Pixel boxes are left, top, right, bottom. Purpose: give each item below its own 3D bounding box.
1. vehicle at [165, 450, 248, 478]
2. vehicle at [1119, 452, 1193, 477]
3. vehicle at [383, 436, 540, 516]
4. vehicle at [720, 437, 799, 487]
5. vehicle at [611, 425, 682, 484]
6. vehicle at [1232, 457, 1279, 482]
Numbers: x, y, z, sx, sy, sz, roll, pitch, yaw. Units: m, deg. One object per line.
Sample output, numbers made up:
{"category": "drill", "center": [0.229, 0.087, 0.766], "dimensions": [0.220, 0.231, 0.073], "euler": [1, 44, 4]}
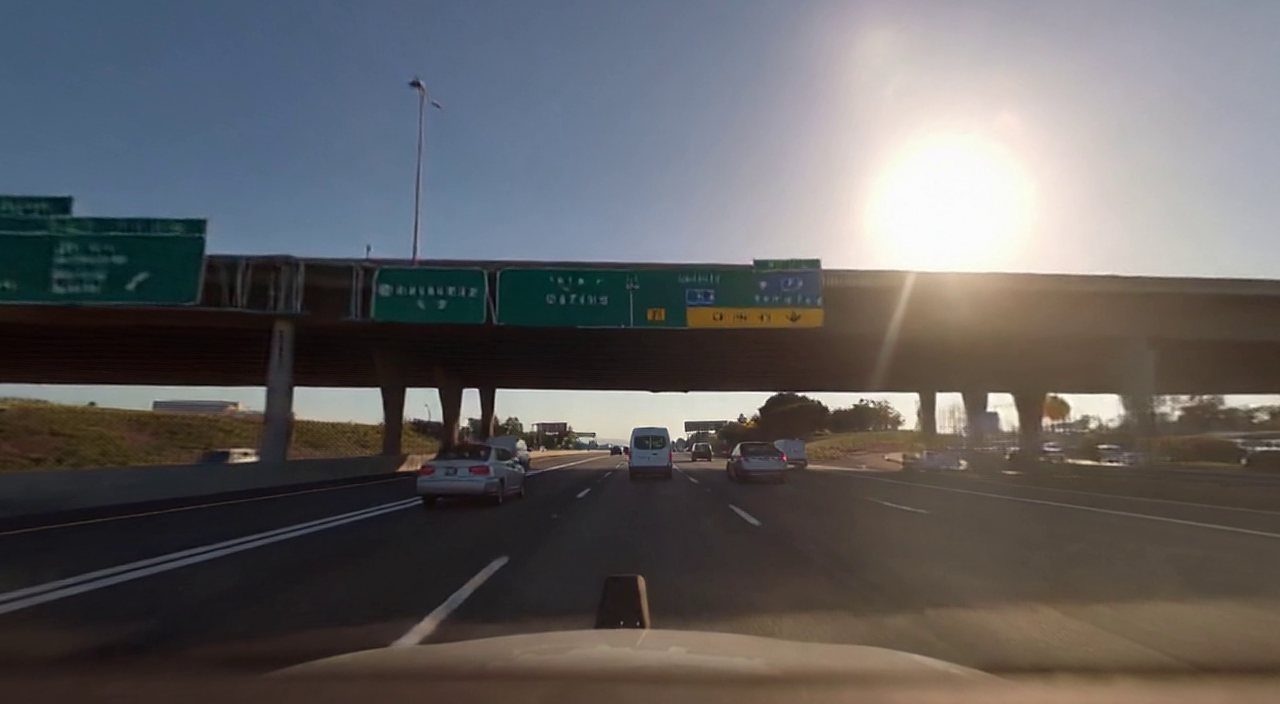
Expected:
{"category": "vehicle", "center": [-26.974, 6.937, 39.412], "dimensions": [1.860, 1.613, 4.563], "euler": [0, -9, 1]}
{"category": "vehicle", "center": [40.091, 8.722, 48.995], "dimensions": [3.747, 1.473, 2.058], "euler": [-7, -8, 10]}
{"category": "vehicle", "center": [-3.861, 2.782, 14.711], "dimensions": [2.173, 1.542, 4.781], "euler": [0, -9, 1]}
{"category": "vehicle", "center": [4.366, 4.077, 23.749], "dimensions": [2.146, 1.678, 4.489], "euler": [0, -9, 1]}
{"category": "vehicle", "center": [0.243, 4.003, 24.726], "dimensions": [2.509, 2.062, 4.639], "euler": [0, -9, 0]}
{"category": "vehicle", "center": [38.468, 7.047, 37.936], "dimensions": [3.634, 1.431, 1.740], "euler": [-1, -9, 7]}
